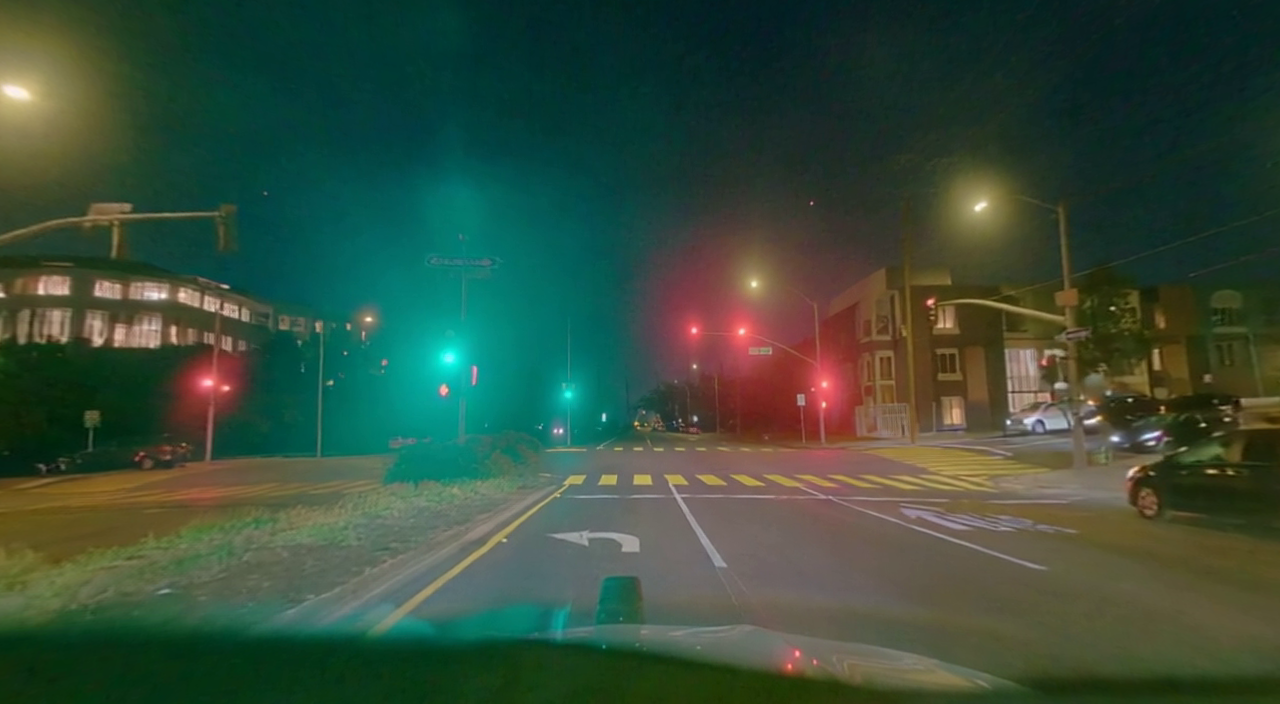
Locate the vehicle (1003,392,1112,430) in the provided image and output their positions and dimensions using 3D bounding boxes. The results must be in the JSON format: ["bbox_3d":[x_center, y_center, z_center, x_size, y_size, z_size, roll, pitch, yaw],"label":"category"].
[{"bbox_3d":[22.122,3.111,33.587,4.531,1.753,1.964,-2,-2,-5],"label":"vehicle"}]

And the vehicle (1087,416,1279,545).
[{"bbox_3d":[9.565,1.892,9.673,1.998,1.725,4.564,0,-8,-1],"label":"vehicle"}]

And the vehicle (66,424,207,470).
[{"bbox_3d":[-26.045,4.914,32.825,5.229,2.299,2.366,0,-8,1],"label":"vehicle"}]

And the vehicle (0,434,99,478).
[{"bbox_3d":[-31.926,5.463,32.986,5.324,2.098,2.172,-2,-9,0],"label":"vehicle"}]
